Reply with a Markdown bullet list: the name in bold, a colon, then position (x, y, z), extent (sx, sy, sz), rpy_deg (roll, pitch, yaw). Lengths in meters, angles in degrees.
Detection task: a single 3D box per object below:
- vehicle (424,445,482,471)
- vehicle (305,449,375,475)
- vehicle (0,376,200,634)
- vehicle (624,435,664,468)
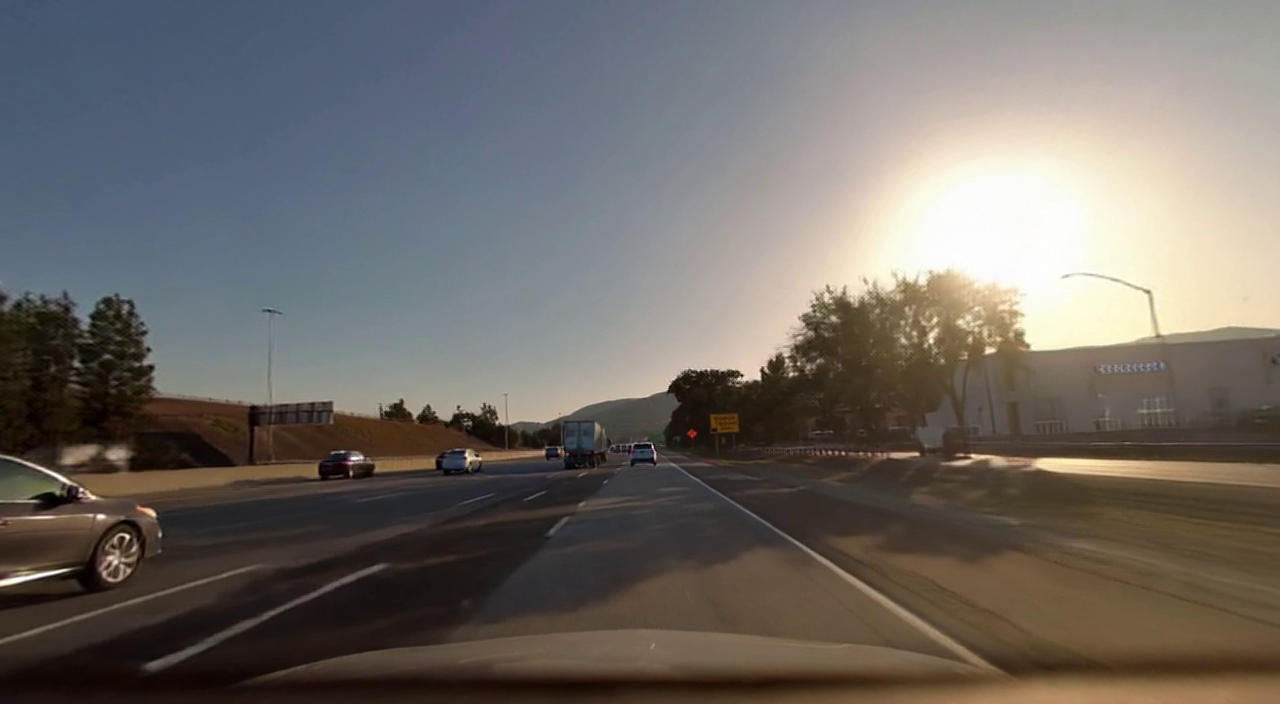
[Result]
- **vehicle**: position (-11.400, 6.456, 38.749), extent (1.928, 1.480, 4.823), rpy_deg (0, -8, 2)
- **vehicle**: position (-18.699, 6.880, 39.604), extent (1.899, 1.478, 4.640), rpy_deg (0, -8, 3)
- **vehicle**: position (-5.625, 1.011, 3.998), extent (2.200, 1.793, 4.586), rpy_deg (0, -8, 2)
- **vehicle**: position (0.277, 5.913, 37.604), extent (2.227, 1.794, 4.646), rpy_deg (0, -8, 1)
